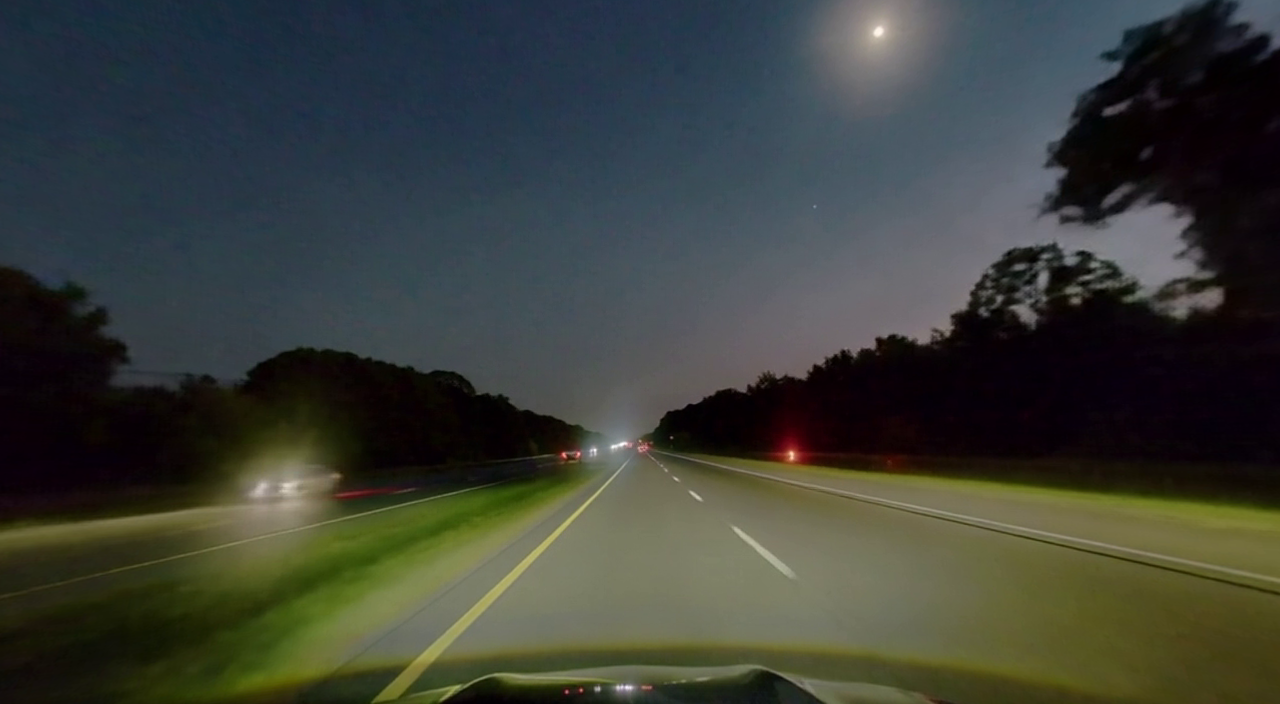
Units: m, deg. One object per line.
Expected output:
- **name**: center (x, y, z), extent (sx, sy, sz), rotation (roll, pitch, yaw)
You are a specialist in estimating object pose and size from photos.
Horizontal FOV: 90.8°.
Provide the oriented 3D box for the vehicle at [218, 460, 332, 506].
- **vehicle**: center (-14.199, 5.082, 24.892), extent (1.852, 1.514, 4.446), rotation (0, -9, 0)
